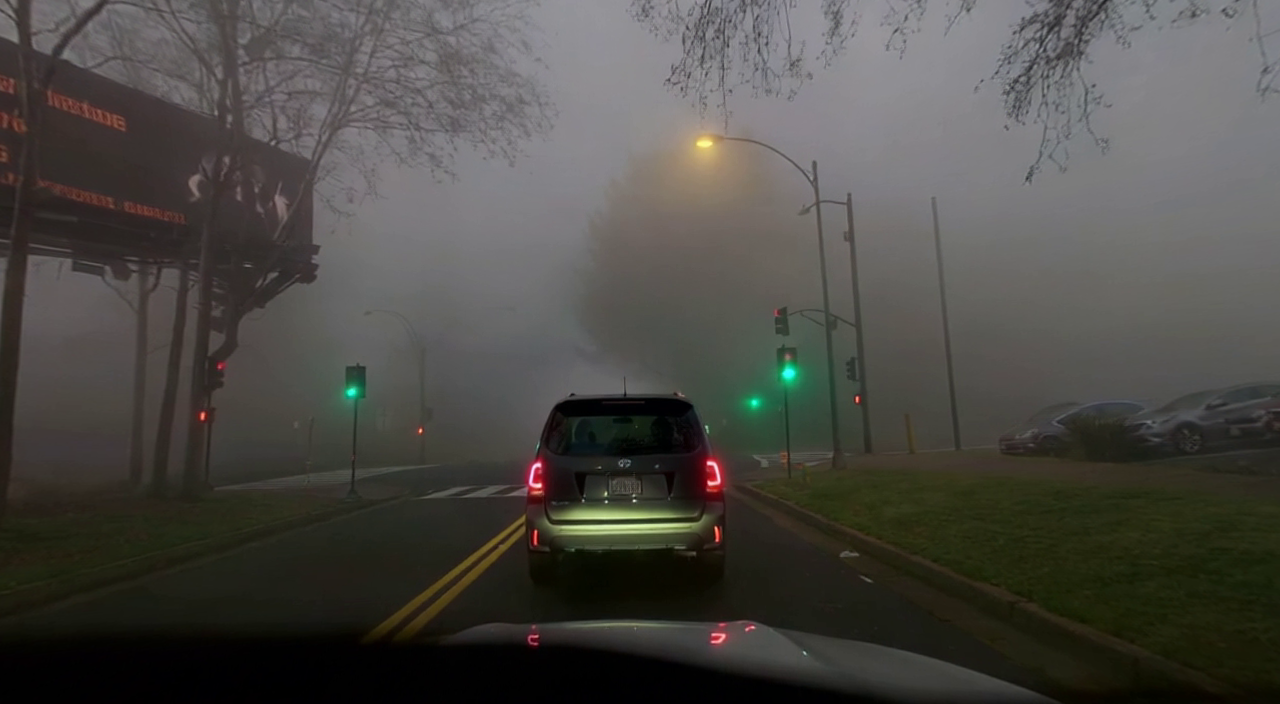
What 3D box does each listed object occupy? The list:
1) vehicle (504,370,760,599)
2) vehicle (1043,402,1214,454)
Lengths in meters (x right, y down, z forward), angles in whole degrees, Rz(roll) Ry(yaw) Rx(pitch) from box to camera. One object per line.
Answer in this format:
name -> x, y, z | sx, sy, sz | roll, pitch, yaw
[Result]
vehicle -> -0.058, 1.384, 7.289 | 2.142, 1.904, 3.816 | -1, -8, 0
vehicle -> 15.285, 2.441, 19.924 | 3.750, 1.502, 1.781 | -2, -8, 13
